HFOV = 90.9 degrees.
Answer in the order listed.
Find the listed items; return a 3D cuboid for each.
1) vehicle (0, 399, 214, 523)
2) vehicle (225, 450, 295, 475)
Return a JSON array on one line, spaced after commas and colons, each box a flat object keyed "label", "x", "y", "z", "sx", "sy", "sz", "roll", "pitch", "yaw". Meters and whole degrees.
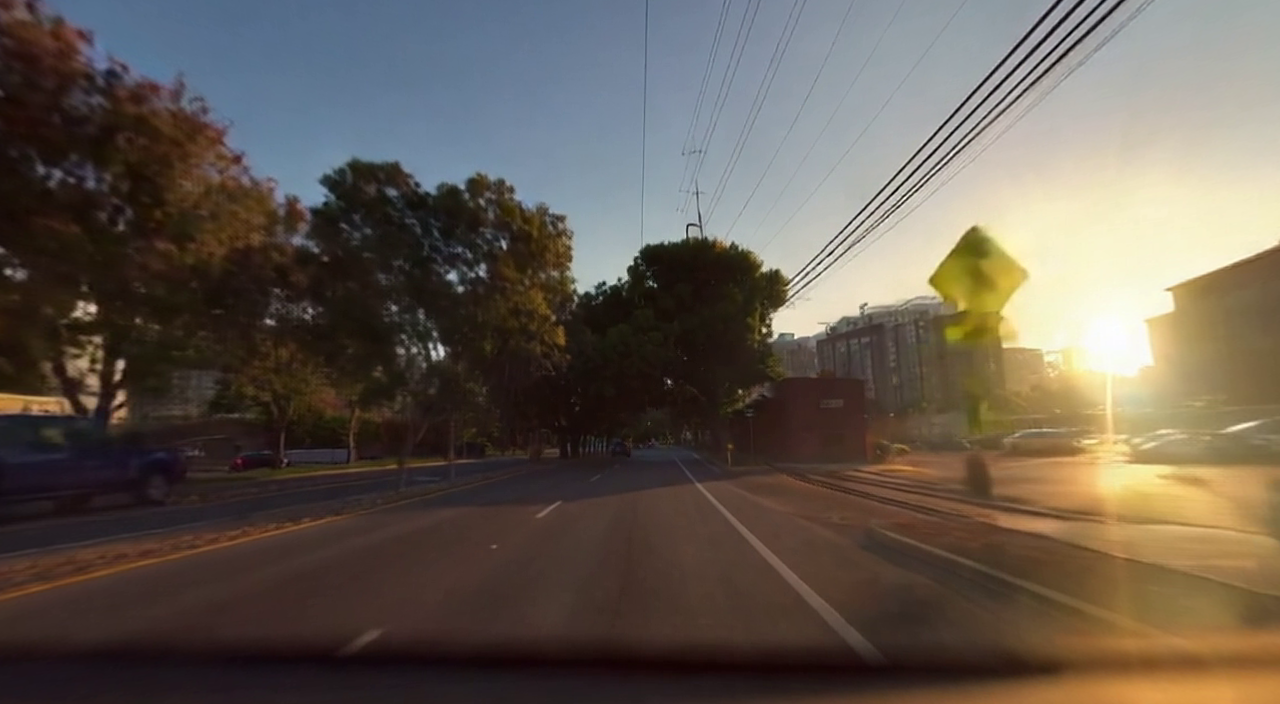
[{"label": "vehicle", "x": -12.961, "y": 2.288, "z": 13.550, "sx": 2.798, "sy": 2.249, "sz": 6.296, "roll": -1, "pitch": -8, "yaw": 5}, {"label": "vehicle", "x": -24.949, "y": 7.256, "z": 41.526, "sx": 1.805, "sy": 1.461, "sz": 4.321, "roll": 0, "pitch": -8, "yaw": 2}]
